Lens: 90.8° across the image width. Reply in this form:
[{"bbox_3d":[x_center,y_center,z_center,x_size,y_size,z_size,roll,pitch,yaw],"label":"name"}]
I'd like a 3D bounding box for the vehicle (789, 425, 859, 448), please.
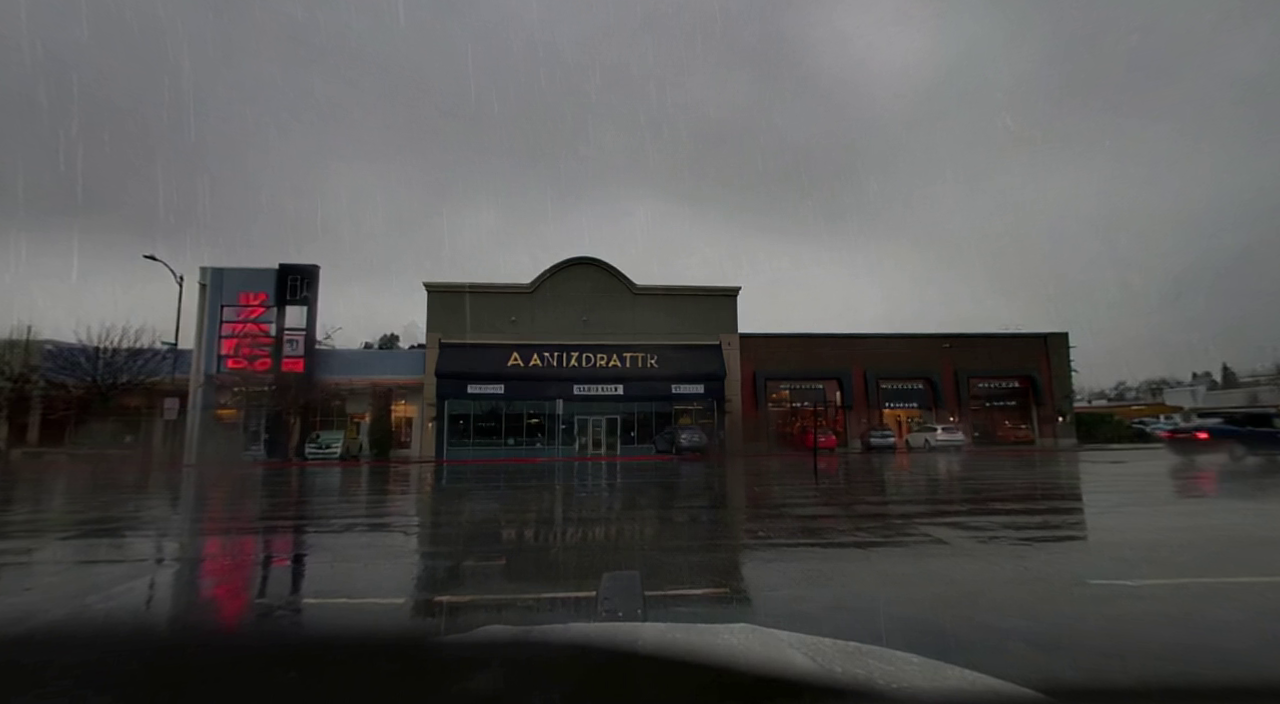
[{"bbox_3d":[12.490,5.842,43.249,1.791,1.453,4.593,5,-10,-29],"label":"vehicle"}]

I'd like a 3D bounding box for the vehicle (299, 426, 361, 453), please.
[{"bbox_3d":[-20.472,5.794,41.687,4.596,1.680,1.936,-7,-11,40],"label":"vehicle"}]

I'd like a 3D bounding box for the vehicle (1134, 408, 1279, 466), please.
[{"bbox_3d":[16.275,2.250,16.661,4.907,1.411,2.020,1,-8,-4],"label":"vehicle"}]

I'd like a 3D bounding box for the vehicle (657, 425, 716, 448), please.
[{"bbox_3d":[3.105,5.808,43.273,1.812,1.468,4.519,5,-10,-29],"label":"vehicle"}]

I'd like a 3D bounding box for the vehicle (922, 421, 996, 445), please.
[{"bbox_3d":[25.126,6.400,49.826,4.838,1.799,1.914,-7,-11,38],"label":"vehicle"}]
